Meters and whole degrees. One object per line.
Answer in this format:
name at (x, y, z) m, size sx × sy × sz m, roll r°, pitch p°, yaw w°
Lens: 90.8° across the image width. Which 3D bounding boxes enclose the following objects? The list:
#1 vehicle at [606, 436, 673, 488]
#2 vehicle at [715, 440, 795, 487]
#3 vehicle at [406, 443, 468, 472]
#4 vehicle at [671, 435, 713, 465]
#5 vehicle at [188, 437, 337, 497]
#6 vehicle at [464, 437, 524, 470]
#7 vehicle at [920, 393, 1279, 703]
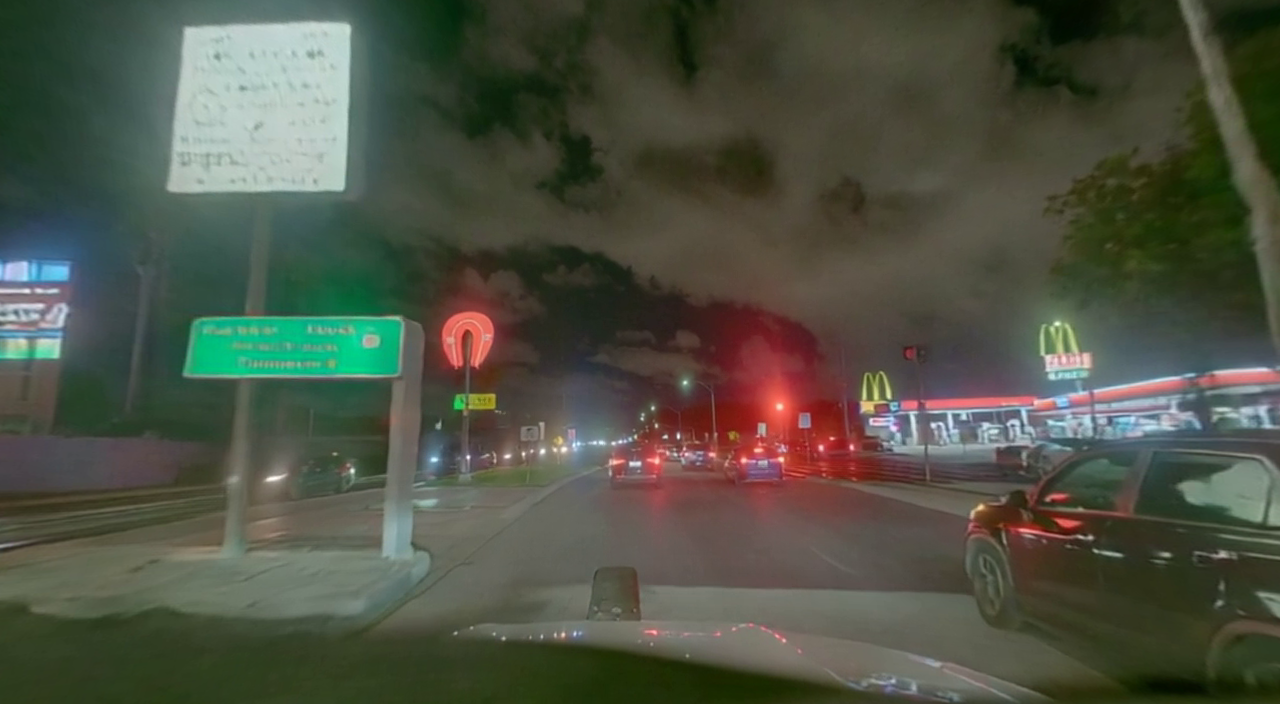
vehicle at (-0.048, 3.630, 21.145) m, size 2.021 × 1.550 × 4.090 m, roll 0°, pitch -9°, yaw -1°
vehicle at (3.818, 3.779, 21.751) m, size 1.889 × 1.448 × 4.262 m, roll 0°, pitch -9°, yaw -1°
vehicle at (-11.394, 5.951, 35.724) m, size 1.908 × 1.506 × 4.397 m, roll 0°, pitch -9°, yaw 2°
vehicle at (3.331, 6.427, 41.531) m, size 2.299 × 1.803 × 5.434 m, roll 0°, pitch -8°, yaw 0°
vehicle at (-12.155, 3.713, 20.793) m, size 2.006 × 1.737 × 4.537 m, roll 0°, pitch -9°, yaw 1°
vehicle at (-8.130, 5.698, 35.643) m, size 1.980 × 1.719 × 4.963 m, roll -1°, pitch -9°, yaw 3°
vehicle at (3.491, 1.048, 3.433) m, size 1.987 × 1.474 × 4.198 m, roll 0°, pitch -9°, yaw 0°
